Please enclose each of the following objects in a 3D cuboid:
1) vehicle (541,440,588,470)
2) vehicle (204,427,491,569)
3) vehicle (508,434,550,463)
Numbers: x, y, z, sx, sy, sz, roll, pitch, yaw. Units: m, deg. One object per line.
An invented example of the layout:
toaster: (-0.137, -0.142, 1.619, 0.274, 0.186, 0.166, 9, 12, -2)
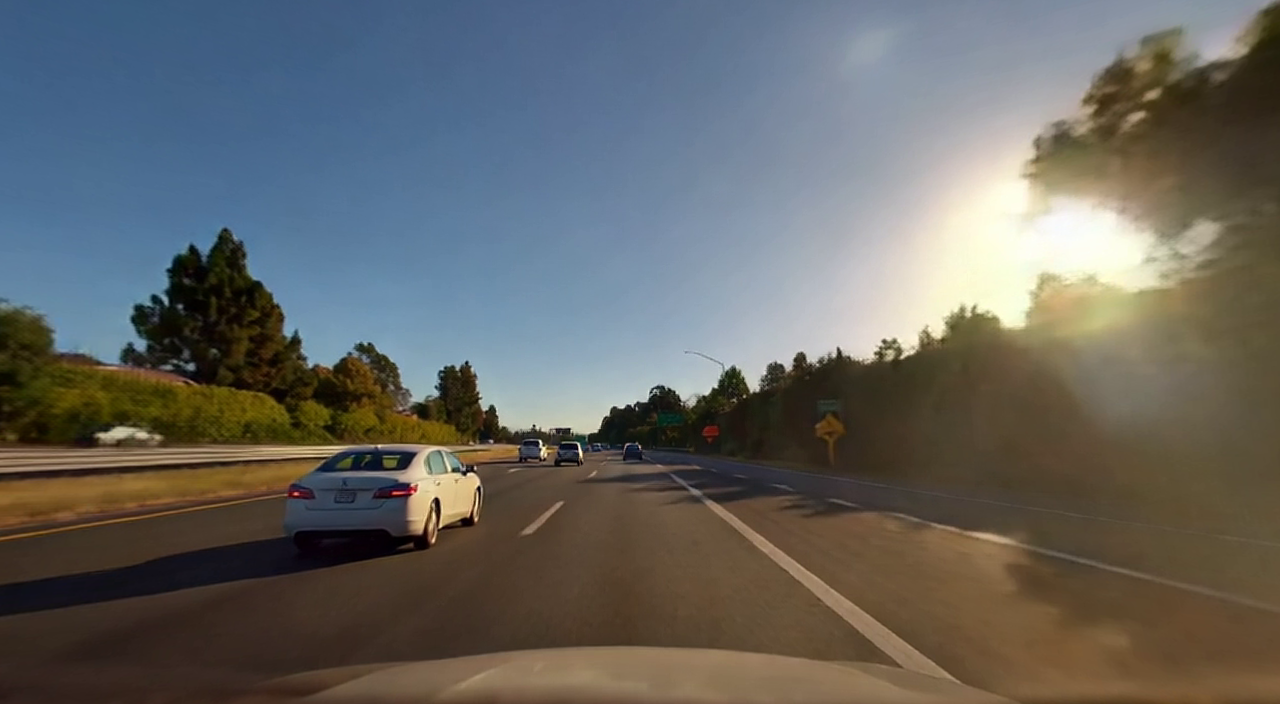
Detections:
vehicle: (-4.003, 5.539, 34.115, 2.068, 1.501, 4.395, 0, -8, -1)
vehicle: (-3.666, 1.892, 9.050, 2.025, 1.506, 4.429, 0, -8, -1)
vehicle: (-7.970, 6.992, 45.791, 2.171, 1.982, 5.246, 0, -8, -1)
